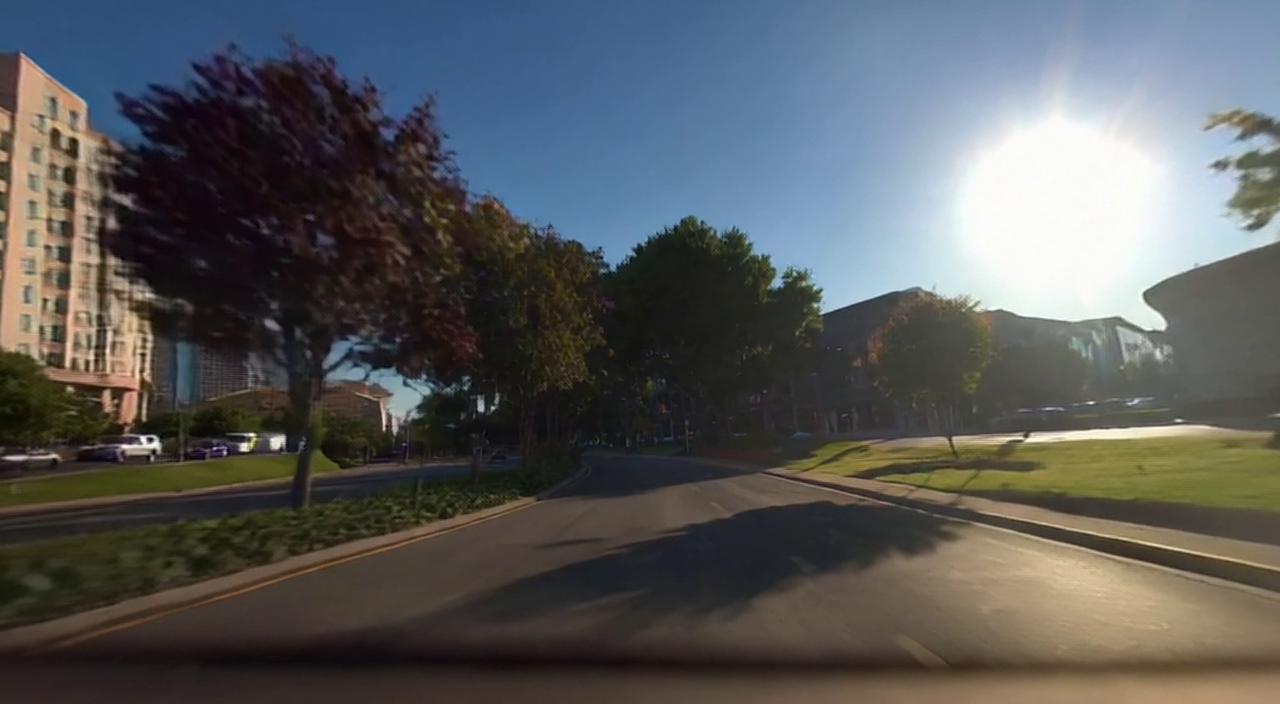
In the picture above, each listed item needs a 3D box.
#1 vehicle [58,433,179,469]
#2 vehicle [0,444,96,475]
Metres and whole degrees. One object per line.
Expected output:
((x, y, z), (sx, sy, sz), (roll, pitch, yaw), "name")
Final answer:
((-29.435, 5.612, 35.704), (4.812, 1.932, 2.147), (0, -9, -2), "vehicle")
((-29.587, 5.225, 30.706), (4.187, 1.457, 1.973), (0, -9, -2), "vehicle")
